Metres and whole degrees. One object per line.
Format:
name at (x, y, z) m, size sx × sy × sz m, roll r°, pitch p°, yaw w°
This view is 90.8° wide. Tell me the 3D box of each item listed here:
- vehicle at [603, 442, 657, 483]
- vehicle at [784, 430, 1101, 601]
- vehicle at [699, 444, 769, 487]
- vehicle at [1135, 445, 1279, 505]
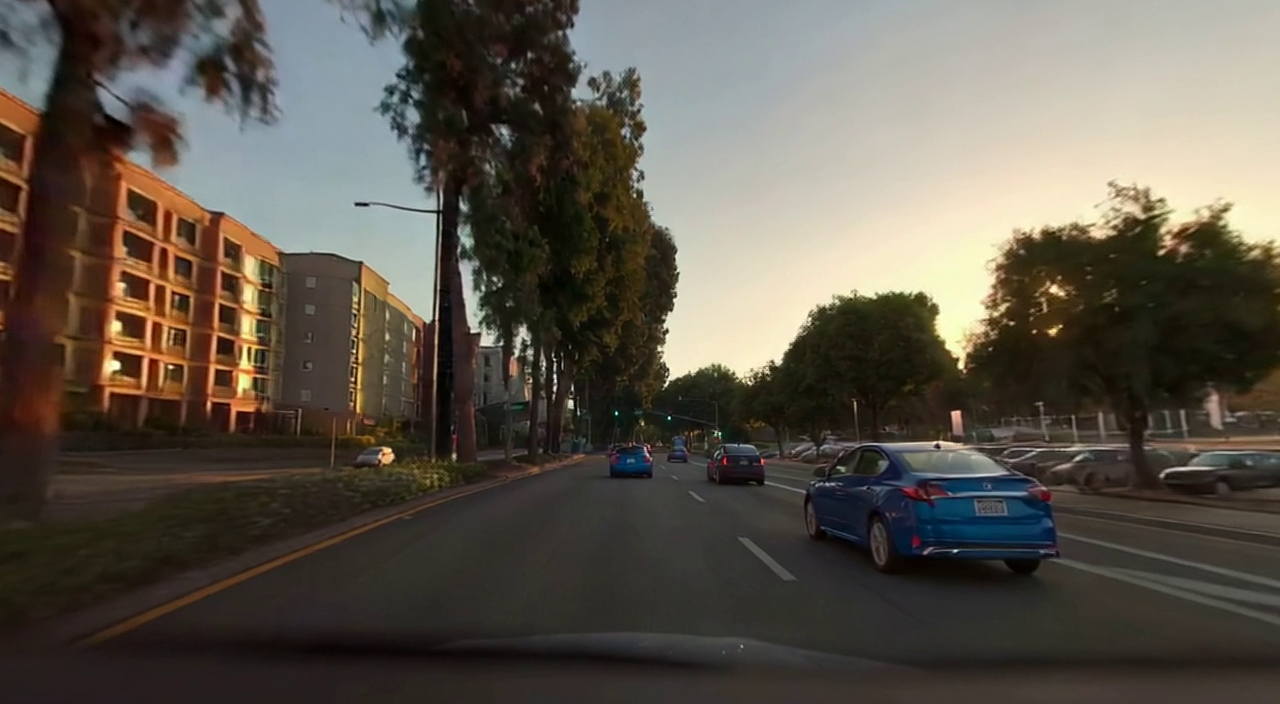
vehicle at (-0.398, 4.373, 25.287) m, size 1.994 × 1.479 × 3.647 m, roll 0°, pitch -9°, yaw -1°
vehicle at (3.144, 1.745, 7.606) m, size 1.852 × 1.498 × 3.825 m, roll 0°, pitch -9°, yaw -1°
vehicle at (3.423, 4.207, 23.785) m, size 1.908 × 1.453 × 4.230 m, roll 0°, pitch -9°, yaw -1°
vehicle at (17.331, 3.633, 19.128) m, size 4.155 × 1.623 × 2.175 m, roll 5°, pitch -10°, yaw -30°
